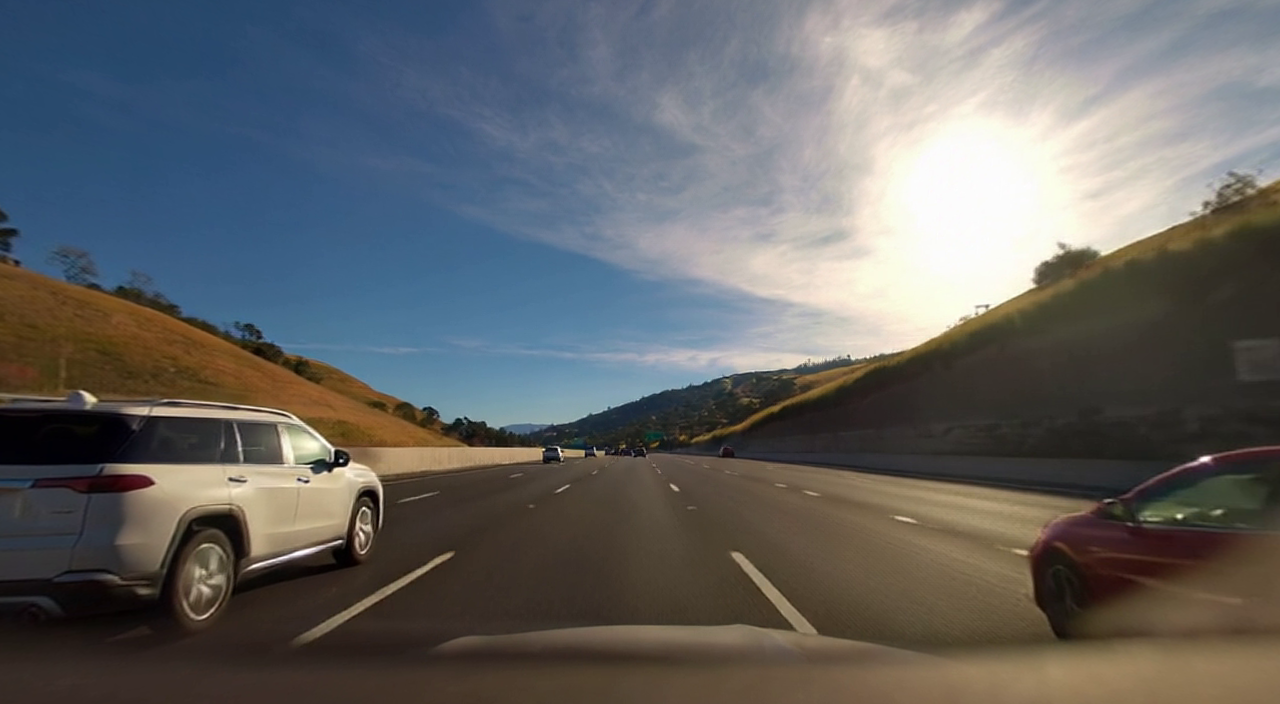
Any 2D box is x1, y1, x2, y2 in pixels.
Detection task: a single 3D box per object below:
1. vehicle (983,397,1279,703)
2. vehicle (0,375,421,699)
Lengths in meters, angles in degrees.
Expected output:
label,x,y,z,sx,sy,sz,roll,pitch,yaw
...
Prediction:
label,x,y,z,sx,sy,sz,roll,pitch,yaw
vehicle,3.579,0.939,2.593,1.847,1.493,4.303,0,-9,-1
vehicle,-3.874,1.331,5.774,2.047,1.715,4.689,0,-9,0
